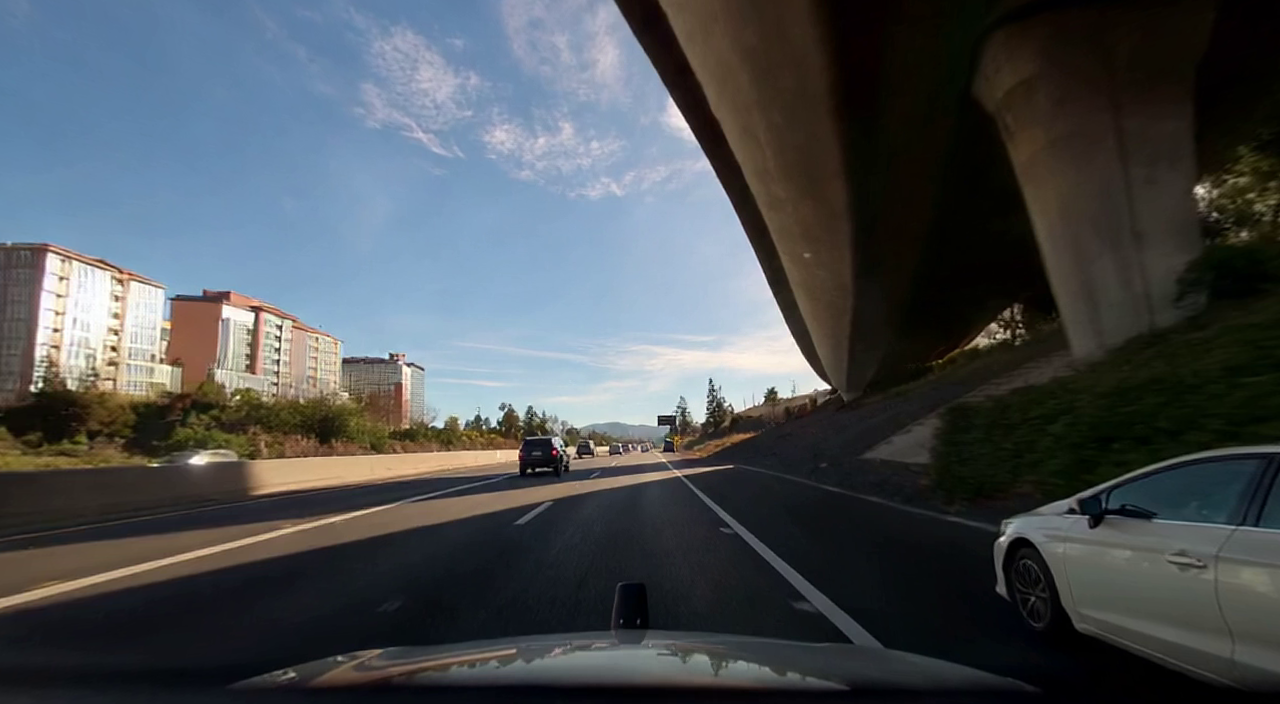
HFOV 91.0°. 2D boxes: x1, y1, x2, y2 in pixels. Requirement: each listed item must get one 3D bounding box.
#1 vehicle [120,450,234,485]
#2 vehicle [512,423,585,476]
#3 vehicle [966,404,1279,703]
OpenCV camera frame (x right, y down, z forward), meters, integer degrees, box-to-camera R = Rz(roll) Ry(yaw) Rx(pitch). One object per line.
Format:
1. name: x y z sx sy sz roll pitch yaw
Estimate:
1. vehicle: -22.112 5.520 30.346 1.884 1.511 4.549 0 -9 3
2. vehicle: -4.099 4.562 29.545 2.496 2.203 6.317 0 -9 0
3. vehicle: 3.724 1.011 2.737 2.047 1.532 4.884 0 -9 1
